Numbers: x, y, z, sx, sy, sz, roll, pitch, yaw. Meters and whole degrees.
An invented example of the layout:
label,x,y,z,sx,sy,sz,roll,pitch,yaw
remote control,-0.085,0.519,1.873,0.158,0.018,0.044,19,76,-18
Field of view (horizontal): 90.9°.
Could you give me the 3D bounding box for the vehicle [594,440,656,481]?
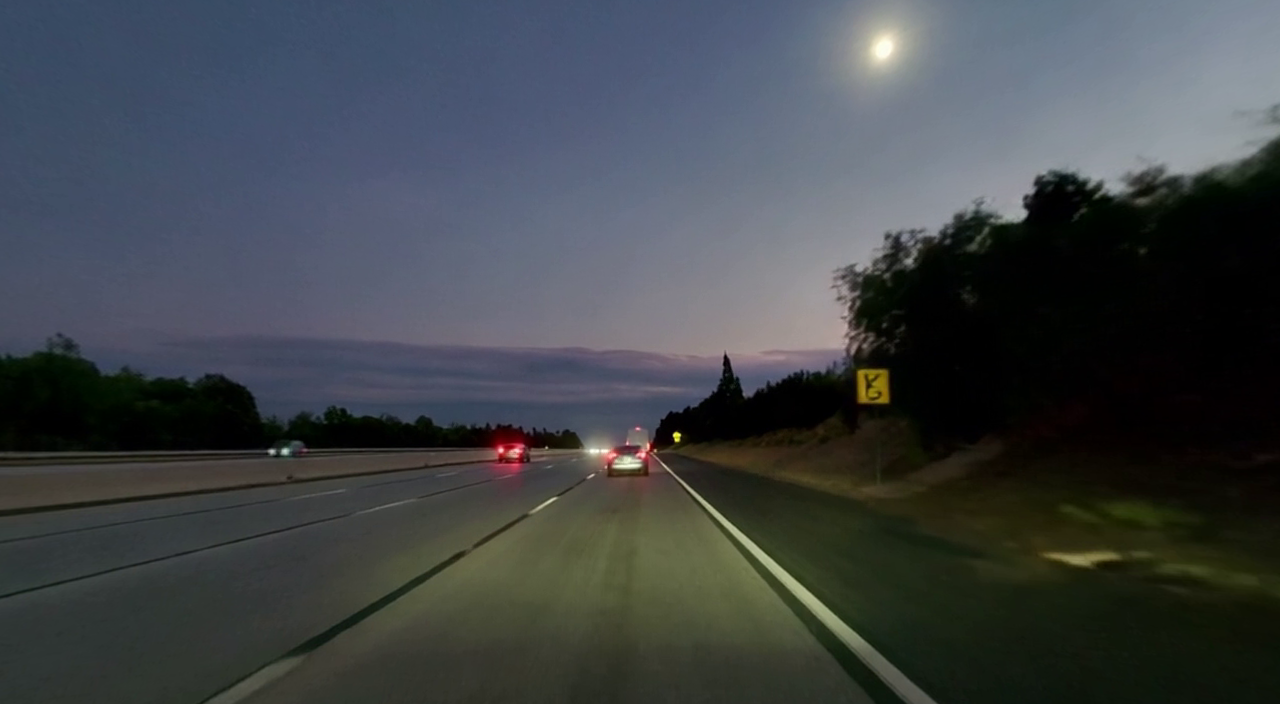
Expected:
label,x,y,z,sx,sy,sz,roll,pitch,yaw
vehicle,-0.536,4.185,24.537,2.238,1.479,3.672,0,-9,0
